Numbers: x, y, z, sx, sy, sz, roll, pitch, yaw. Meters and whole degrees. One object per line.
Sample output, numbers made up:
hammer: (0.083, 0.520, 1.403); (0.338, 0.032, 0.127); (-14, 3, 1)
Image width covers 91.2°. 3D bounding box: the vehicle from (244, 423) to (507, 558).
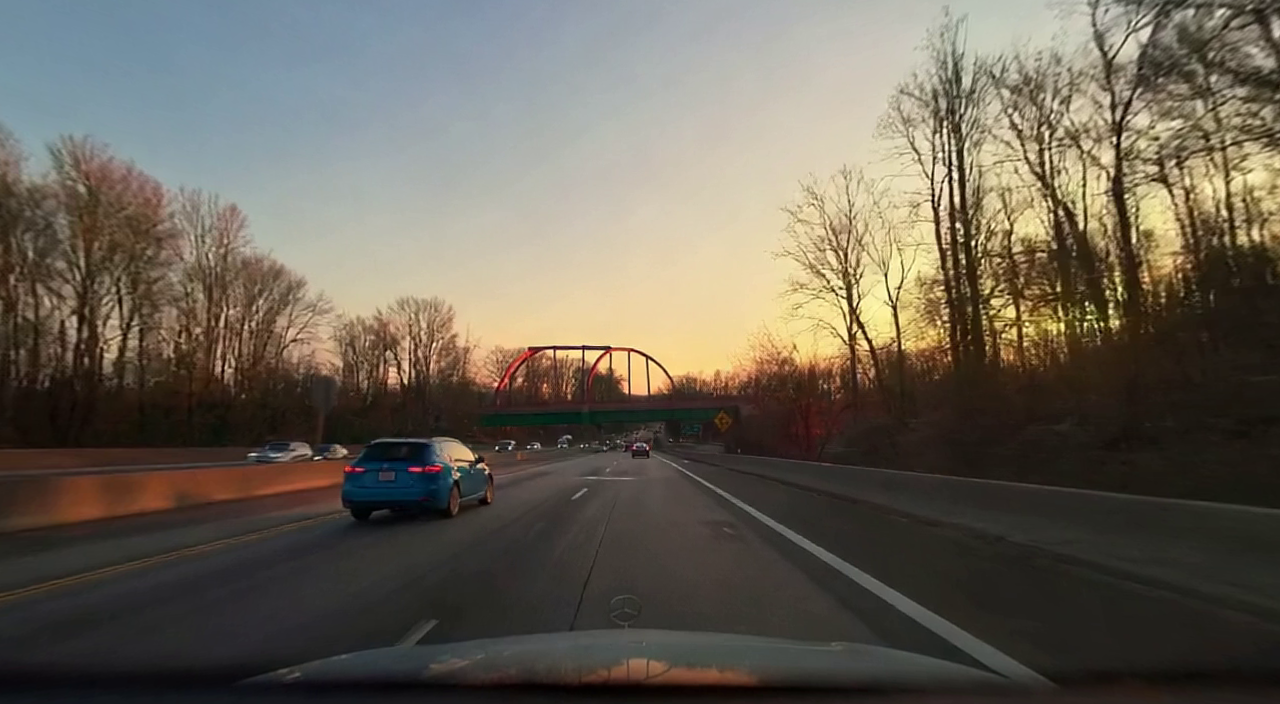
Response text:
vehicle: (-3.553, 1.946, 9.565); (2.052, 1.556, 4.405); (0, -8, 0)
